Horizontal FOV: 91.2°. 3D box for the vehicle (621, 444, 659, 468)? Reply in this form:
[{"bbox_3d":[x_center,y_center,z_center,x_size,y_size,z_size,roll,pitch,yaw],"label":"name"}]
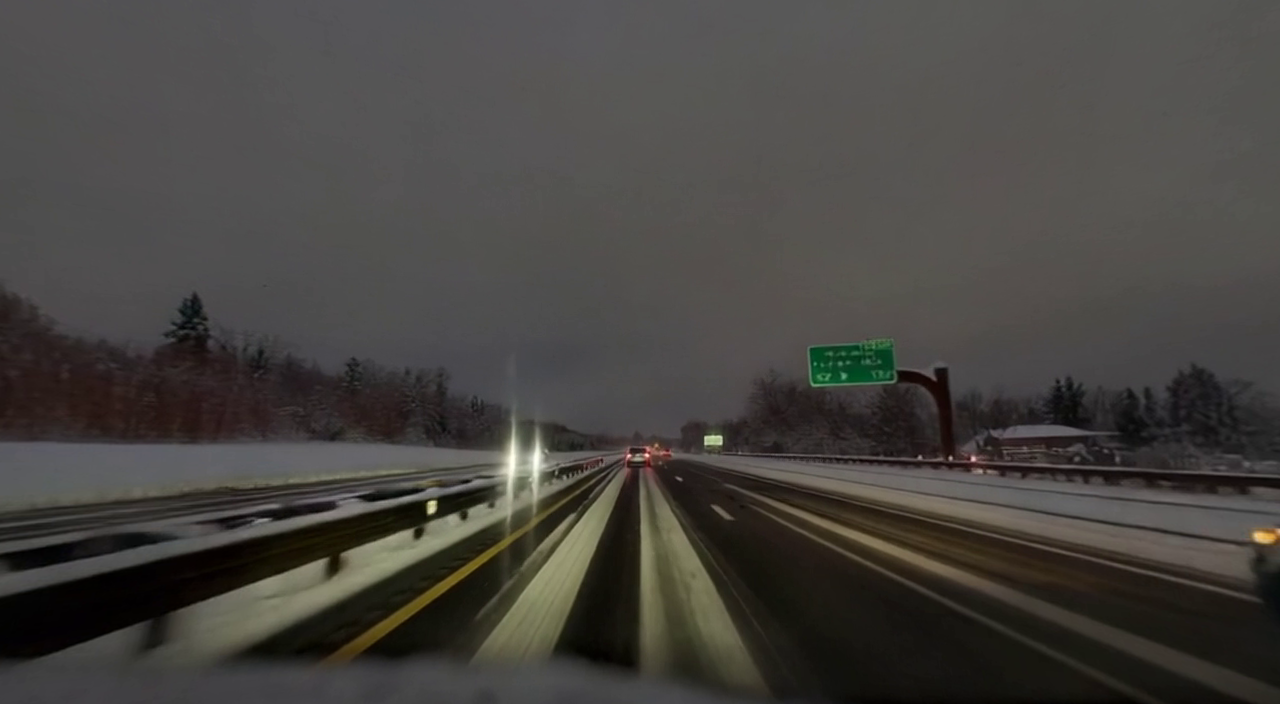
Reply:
[{"bbox_3d":[0.047,7.209,43.594,2.084,1.594,4.219,-2,-9,8],"label":"vehicle"}]
